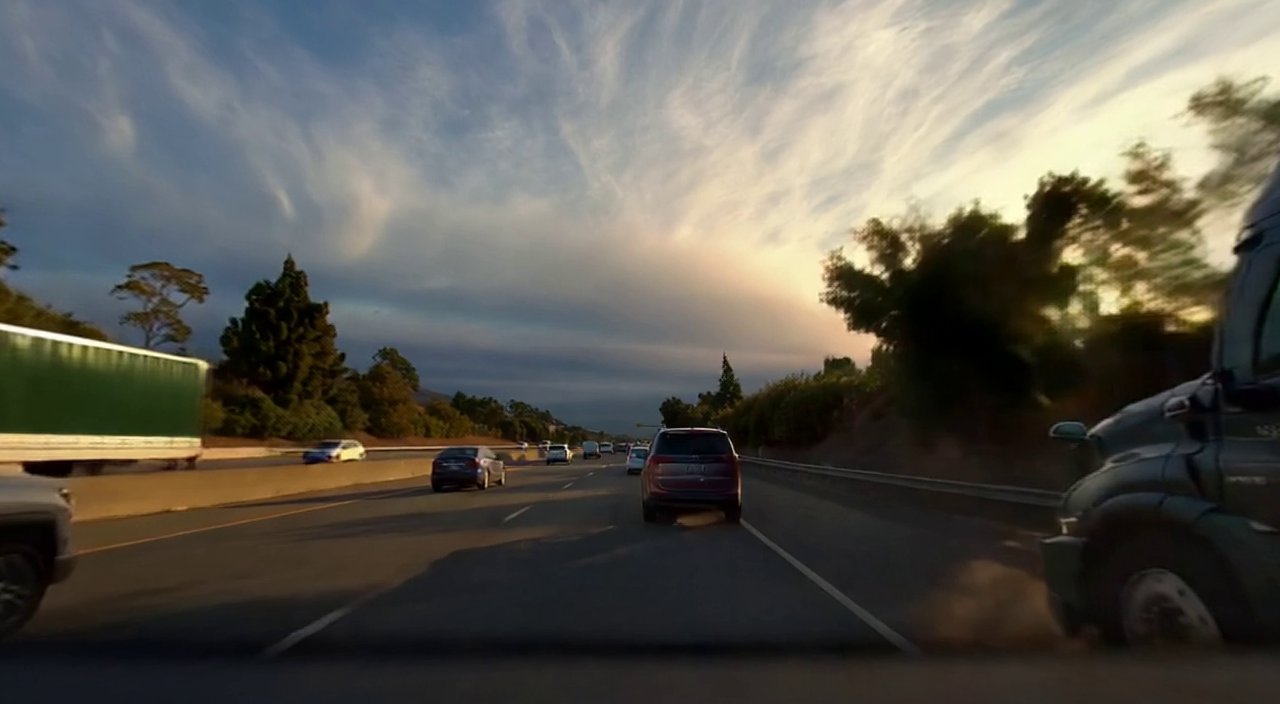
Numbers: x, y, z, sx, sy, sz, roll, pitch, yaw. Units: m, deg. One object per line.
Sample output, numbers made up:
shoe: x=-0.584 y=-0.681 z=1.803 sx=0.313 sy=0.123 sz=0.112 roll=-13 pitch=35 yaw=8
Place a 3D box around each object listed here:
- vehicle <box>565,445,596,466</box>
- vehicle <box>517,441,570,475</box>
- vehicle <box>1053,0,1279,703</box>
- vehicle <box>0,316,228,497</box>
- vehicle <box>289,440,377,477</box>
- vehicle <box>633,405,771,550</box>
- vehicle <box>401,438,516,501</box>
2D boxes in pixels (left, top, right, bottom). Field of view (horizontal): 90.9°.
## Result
vehicle: x=-4.367 y=7.643 z=46.671 sx=1.857 sy=1.423 sz=3.920 roll=0 pitch=-9 yaw=2
vehicle: x=-4.663 y=5.213 z=31.143 sx=1.855 sy=1.527 sz=4.209 roll=0 pitch=-9 yaw=1
vehicle: x=3.772 y=-0.080 z=1.844 sx=2.141 sy=3.473 sz=4.217 roll=-1 pitch=-9 yaw=2
vehicle: x=-15.959 y=1.317 z=14.807 sx=2.881 sy=4.067 sz=14.355 roll=0 pitch=-9 yaw=0
vehicle: x=-12.823 y=4.460 z=26.586 sx=1.855 sy=1.445 sz=3.655 roll=0 pitch=-9 yaw=1
vehicle: x=0.809 y=1.981 z=10.480 sx=1.825 sy=1.920 sz=3.960 roll=0 pitch=-9 yaw=0
vehicle: x=-4.728 y=3.108 z=17.028 sx=1.867 sy=1.489 sz=3.829 roll=0 pitch=-9 yaw=1
